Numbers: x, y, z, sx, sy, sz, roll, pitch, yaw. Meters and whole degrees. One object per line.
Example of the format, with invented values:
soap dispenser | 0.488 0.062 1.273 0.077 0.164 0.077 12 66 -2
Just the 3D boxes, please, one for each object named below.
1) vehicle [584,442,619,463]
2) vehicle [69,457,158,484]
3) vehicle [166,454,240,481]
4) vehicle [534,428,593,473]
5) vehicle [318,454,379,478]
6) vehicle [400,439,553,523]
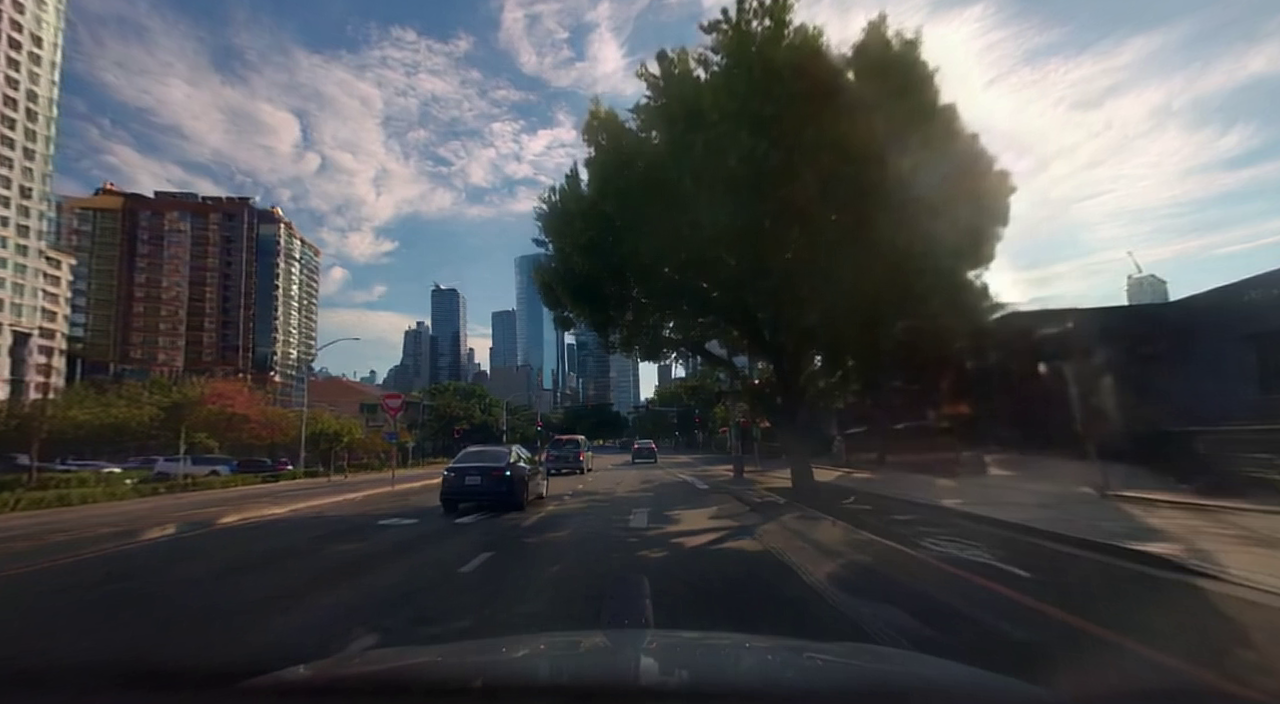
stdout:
vehicle | -2.783 7.463 47.091 2.246 1.481 4.146 0 -9 2
vehicle | -34.345 7.710 41.283 1.868 1.591 4.503 0 -9 0
vehicle | -28.718 7.556 41.555 1.859 1.614 4.102 0 -9 1
vehicle | -3.524 4.686 30.060 2.152 1.987 4.527 0 -9 1
vehicle | -19.693 7.694 42.824 1.878 1.472 4.736 0 -9 1
vehicle | -3.102 2.535 12.968 1.959 1.406 4.272 0 -9 1
